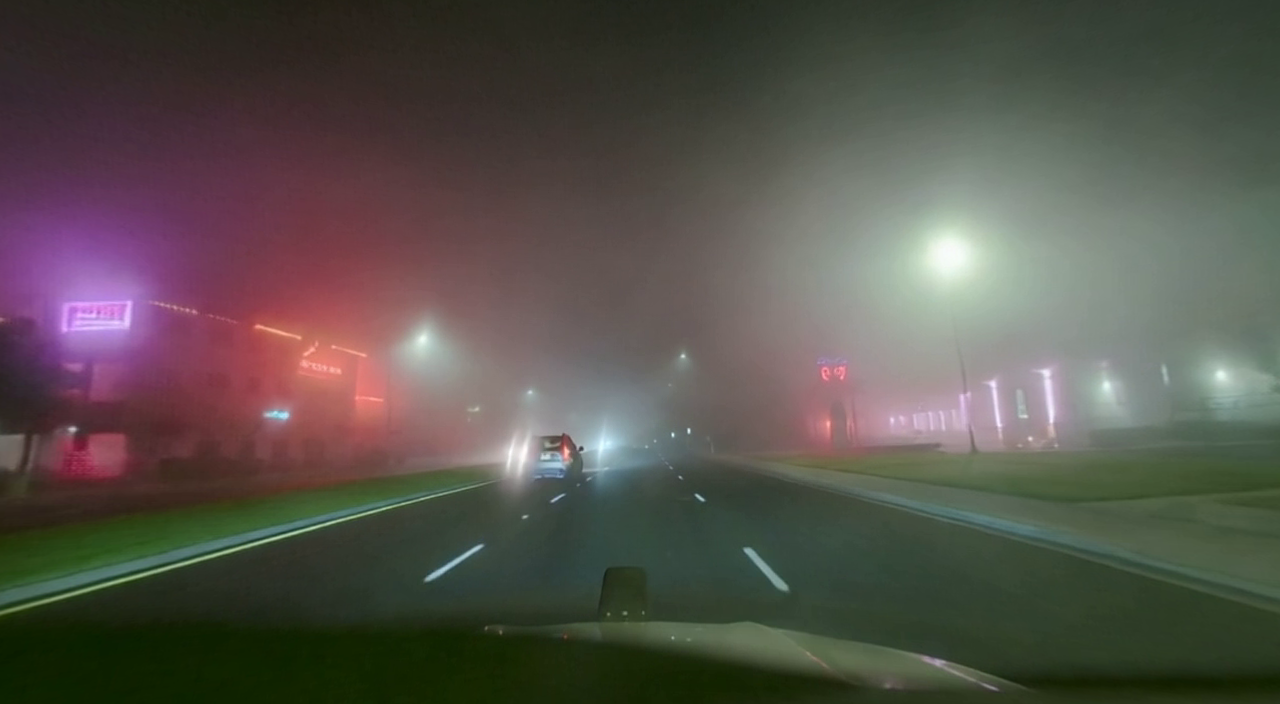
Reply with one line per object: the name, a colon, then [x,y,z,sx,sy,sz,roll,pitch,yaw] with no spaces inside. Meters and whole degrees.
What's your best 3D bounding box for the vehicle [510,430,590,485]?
vehicle: [-3.027,3.655,22.175,2.062,1.693,4.669,0,-8,1]
